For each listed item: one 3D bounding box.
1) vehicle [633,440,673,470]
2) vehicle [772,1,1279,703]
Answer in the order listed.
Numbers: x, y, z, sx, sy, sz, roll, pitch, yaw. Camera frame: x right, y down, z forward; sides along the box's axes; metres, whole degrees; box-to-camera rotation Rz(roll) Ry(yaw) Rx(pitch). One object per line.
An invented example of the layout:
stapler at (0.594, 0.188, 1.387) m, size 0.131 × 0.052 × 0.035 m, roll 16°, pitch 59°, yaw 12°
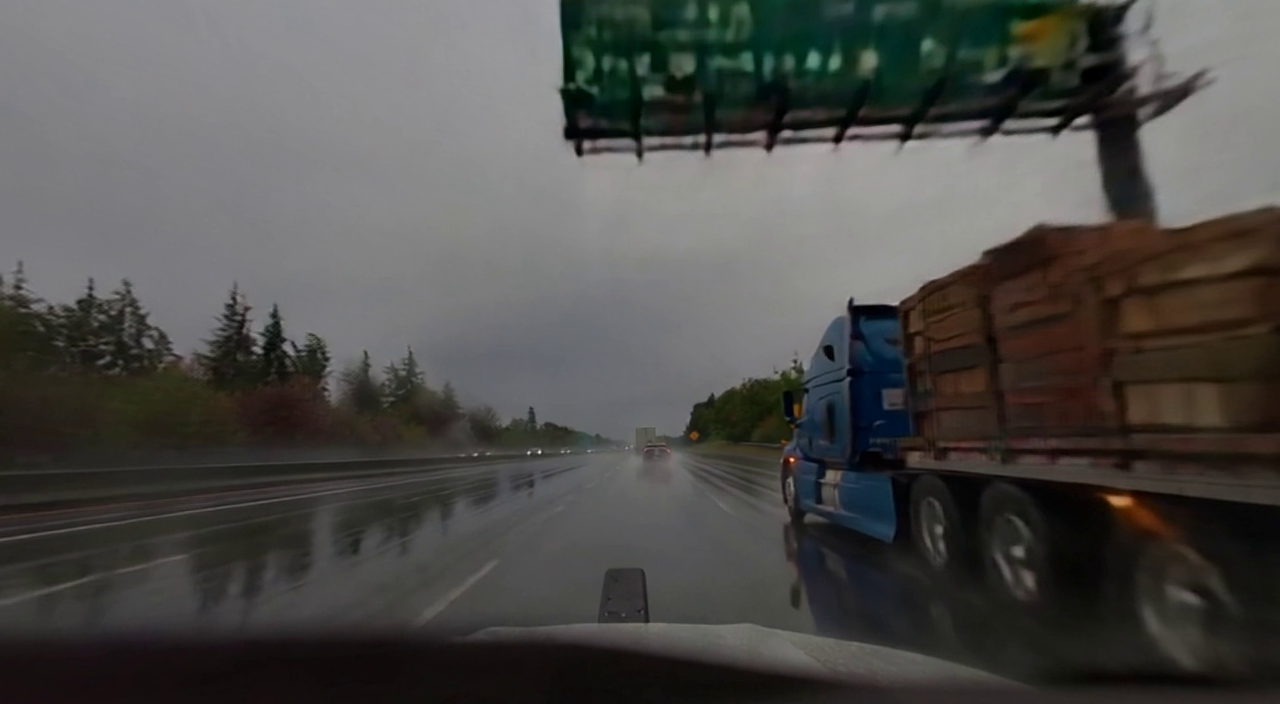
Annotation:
vehicle at (0.652, 5.575, 34.305) m, size 2.042 × 1.528 × 4.300 m, roll 0°, pitch -8°, yaw 0°
vehicle at (4.083, 0.453, 7.589) m, size 3.071 × 3.888 × 8.330 m, roll 0°, pitch -8°, yaw -1°
